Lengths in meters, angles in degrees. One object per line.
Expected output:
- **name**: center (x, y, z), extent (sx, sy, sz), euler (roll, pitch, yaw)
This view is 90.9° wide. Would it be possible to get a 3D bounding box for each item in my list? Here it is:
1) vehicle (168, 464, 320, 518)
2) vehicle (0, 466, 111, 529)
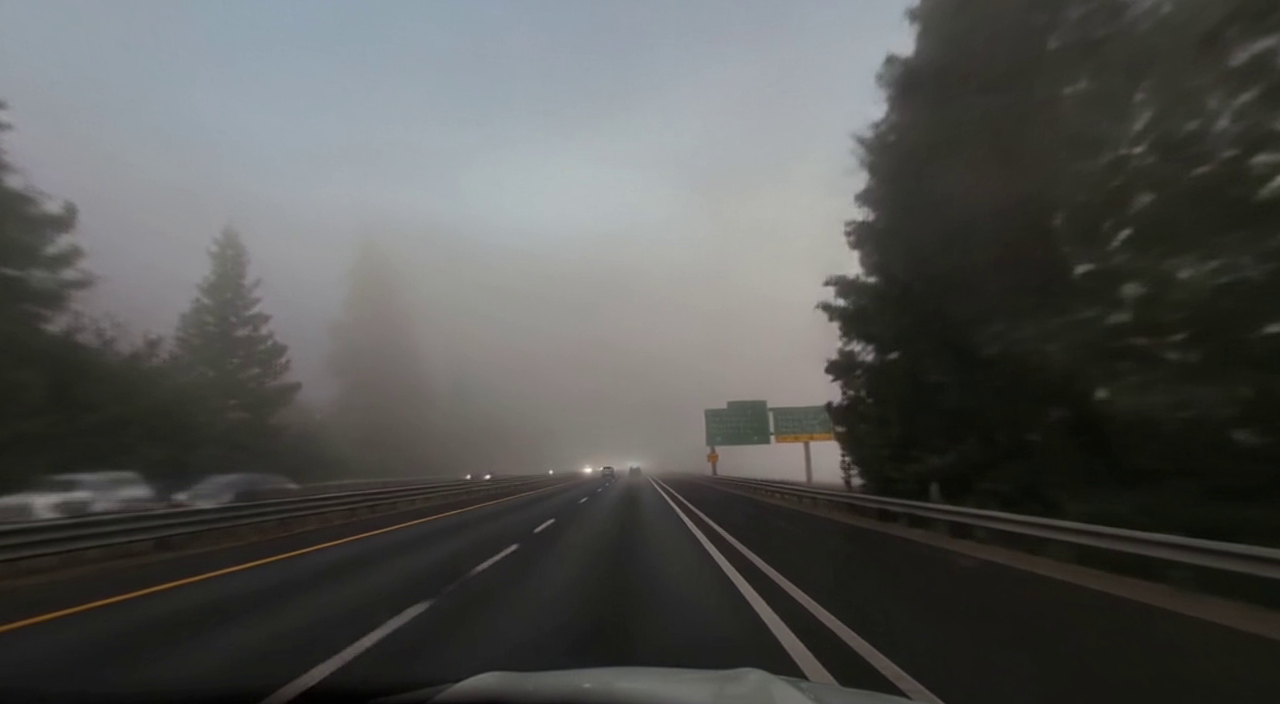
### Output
- **vehicle**: center (-12.301, 4.339, 20.010), extent (1.948, 1.489, 4.433), euler (1, -11, 0)
- **vehicle**: center (-16.714, 3.765, 16.535), extent (1.867, 1.516, 4.304), euler (1, -11, 0)
